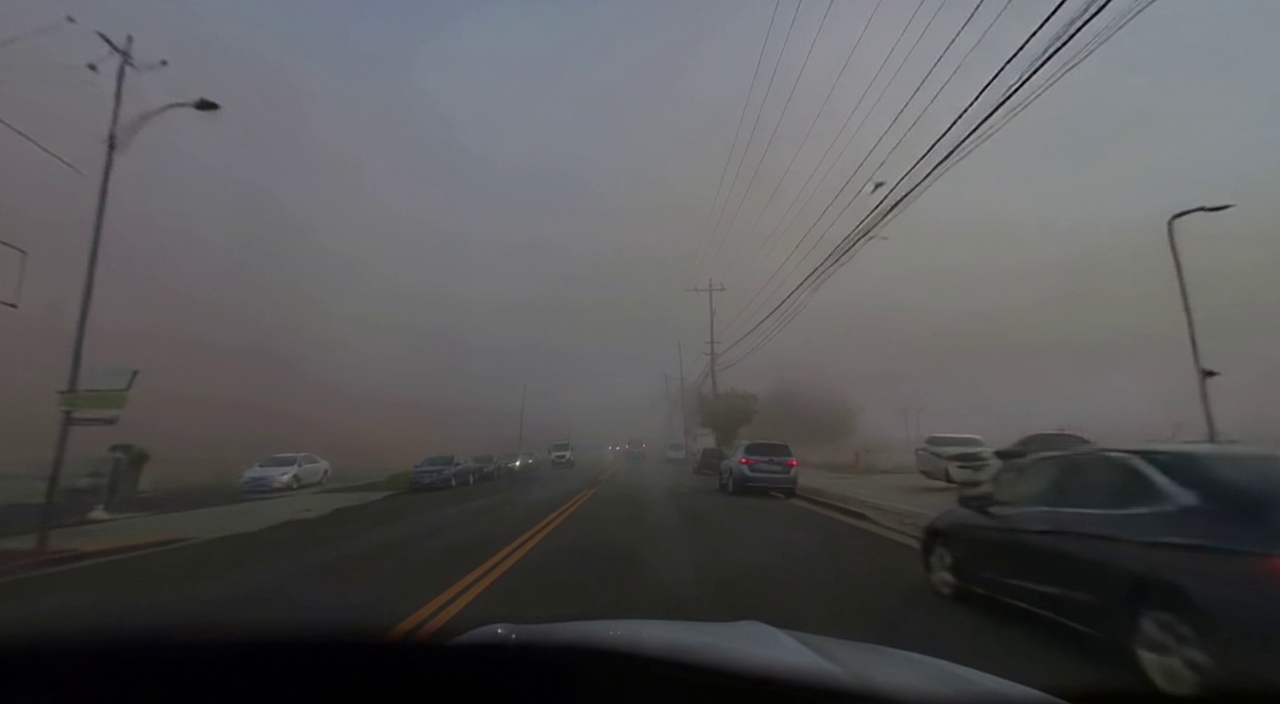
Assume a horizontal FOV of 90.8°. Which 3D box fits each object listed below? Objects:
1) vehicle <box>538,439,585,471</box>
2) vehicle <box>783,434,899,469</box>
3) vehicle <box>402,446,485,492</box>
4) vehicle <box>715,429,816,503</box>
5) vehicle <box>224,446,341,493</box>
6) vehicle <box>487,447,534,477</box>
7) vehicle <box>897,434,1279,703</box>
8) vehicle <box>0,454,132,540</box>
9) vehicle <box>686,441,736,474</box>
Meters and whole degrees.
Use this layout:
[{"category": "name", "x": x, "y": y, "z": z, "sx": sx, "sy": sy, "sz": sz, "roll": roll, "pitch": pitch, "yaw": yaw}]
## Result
[{"category": "vehicle", "x": -5.092, "y": 6.714, "z": 41.365, "sx": 2.152, "sy": 1.918, "sz": 4.217, "roll": -3, "pitch": -8, "yaw": 5}, {"category": "vehicle", "x": 9.885, "y": 4.934, "z": 31.293, "sx": 5.084, "sy": 1.641, "sz": 1.848, "roll": 0, "pitch": -9, "yaw": -1}, {"category": "vehicle", "x": -8.398, "y": 4.991, "z": 27.544, "sx": 2.113, "sy": 1.665, "sz": 5.062, "roll": 0, "pitch": -7, "yaw": -2}, {"category": "vehicle", "x": 3.484, "y": 3.302, "z": 18.540, "sx": 2.025, "sy": 1.843, "sz": 4.883, "roll": -1, "pitch": -9, "yaw": 1}, {"category": "vehicle", "x": -14.792, "y": 4.857, "z": 26.569, "sx": 1.969, "sy": 1.741, "sz": 5.148, "roll": 0, "pitch": -9, "yaw": -1}, {"category": "vehicle", "x": -8.223, "y": 6.991, "z": 40.508, "sx": 1.791, "sy": 1.622, "sz": 5.056, "roll": -2, "pitch": -7, "yaw": 2}, {"category": "vehicle", "x": 3.589, "y": 1.292, "z": 4.128, "sx": 1.866, "sy": 1.439, "sz": 4.482, "roll": 0, "pitch": -9, "yaw": -1}, {"category": "vehicle", "x": -13.892, "y": 2.942, "z": 12.869, "sx": 5.266, "sy": 1.506, "sz": 2.246, "roll": -2, "pitch": -8, "yaw": 3}, {"category": "vehicle", "x": 3.627, "y": 5.537, "z": 33.291, "sx": 2.136, "sy": 1.586, "sz": 4.919, "roll": 0, "pitch": -9, "yaw": 1}]
